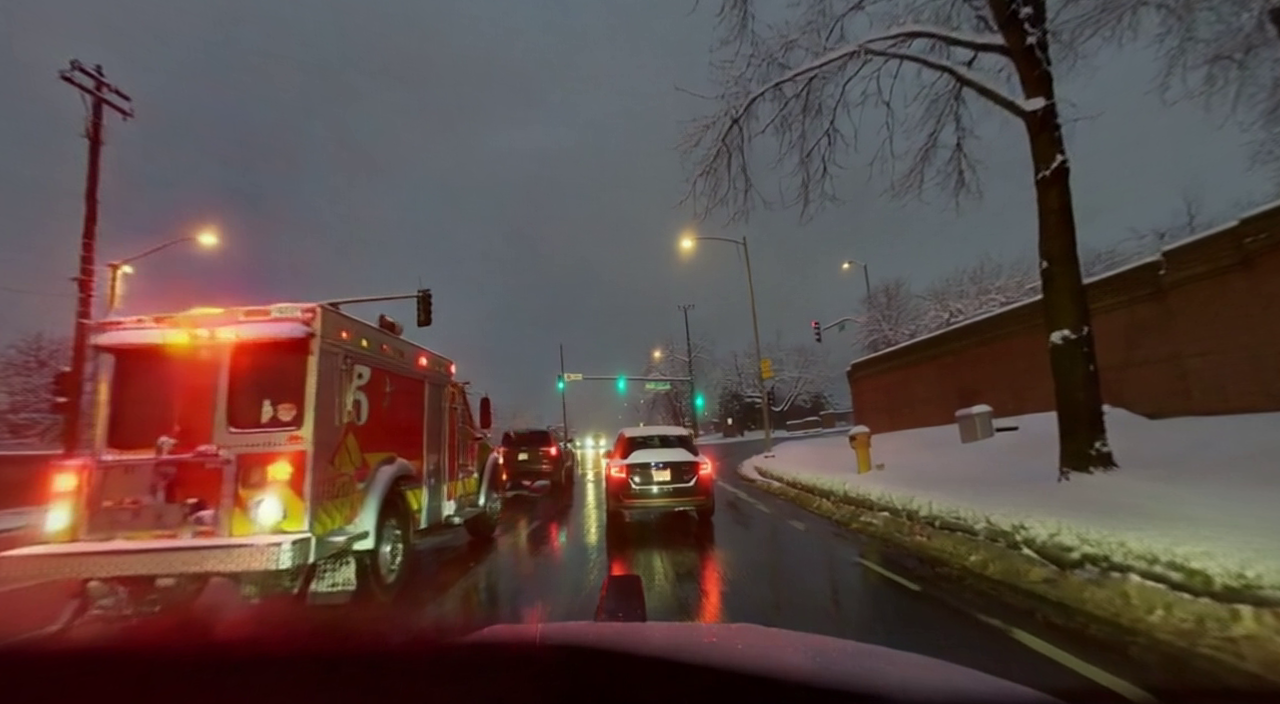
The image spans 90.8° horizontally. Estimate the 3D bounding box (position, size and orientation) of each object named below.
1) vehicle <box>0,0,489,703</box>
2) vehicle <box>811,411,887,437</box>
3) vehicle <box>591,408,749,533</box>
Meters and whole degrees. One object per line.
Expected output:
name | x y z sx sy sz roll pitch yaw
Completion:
vehicle | -3.676 -0.131 1.802 3.631 3.655 12.773 0 -8 -1
vehicle | 14.474 5.022 43.915 4.528 1.704 2.073 2 -9 -12
vehicle | 0.278 2.109 11.859 2.332 1.831 4.930 0 -8 -4
